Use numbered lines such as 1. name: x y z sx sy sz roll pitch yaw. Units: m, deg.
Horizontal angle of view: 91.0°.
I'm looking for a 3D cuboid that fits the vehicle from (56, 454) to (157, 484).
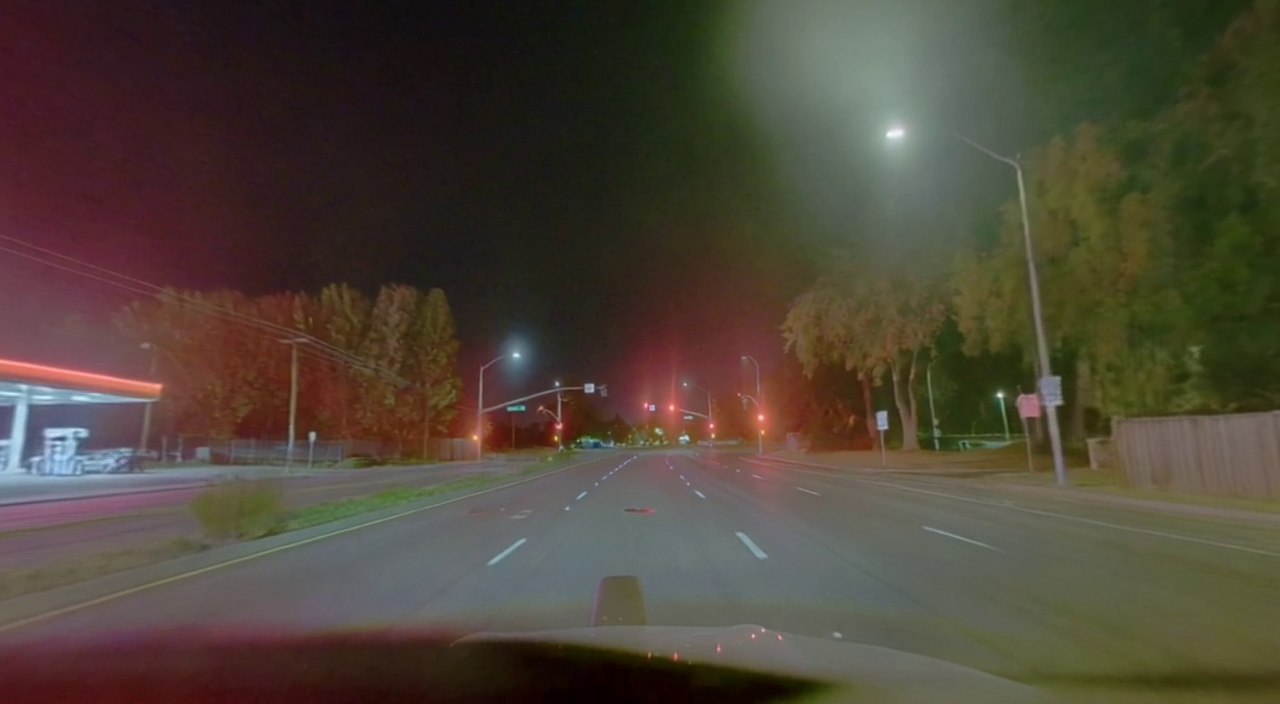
1. vehicle: -34.219 7.452 40.487 1.992 1.721 4.570 -7 -11 39
